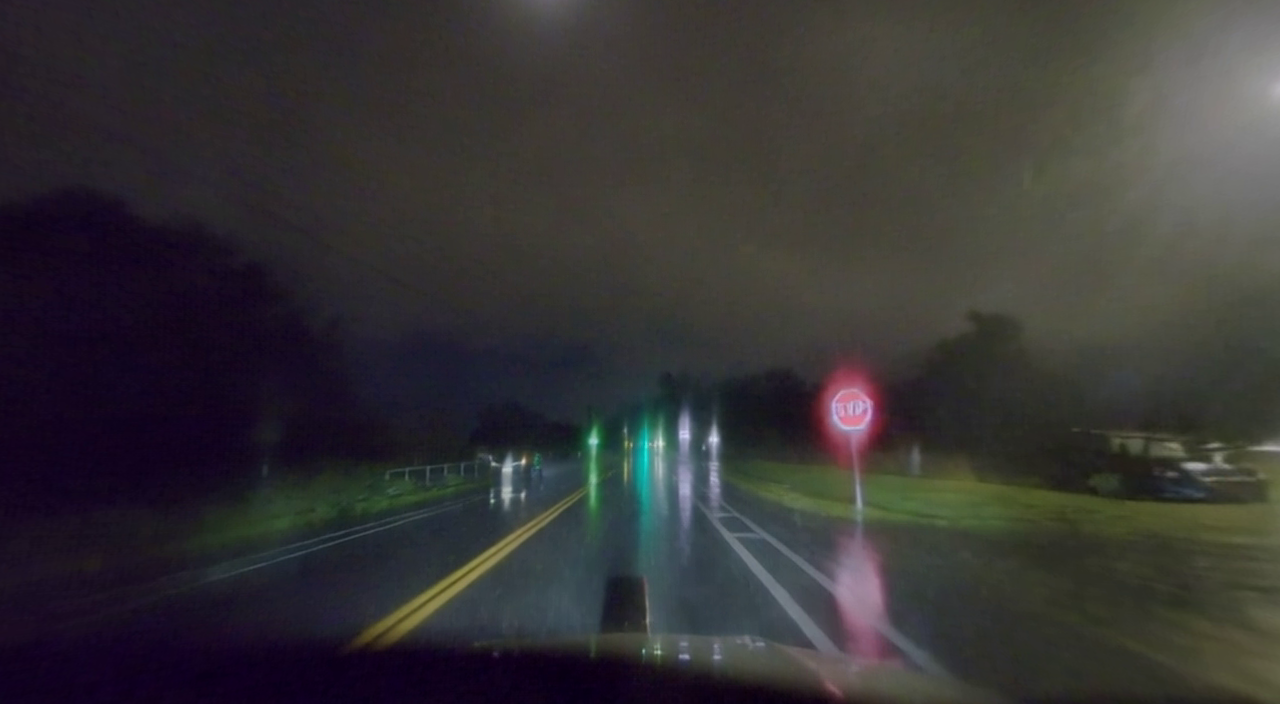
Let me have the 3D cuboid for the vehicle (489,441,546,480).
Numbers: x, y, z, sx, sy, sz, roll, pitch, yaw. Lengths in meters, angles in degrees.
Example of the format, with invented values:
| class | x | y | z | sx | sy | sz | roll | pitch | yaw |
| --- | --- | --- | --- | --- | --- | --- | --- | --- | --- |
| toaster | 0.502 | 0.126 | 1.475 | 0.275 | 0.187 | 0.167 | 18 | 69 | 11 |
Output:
| class | x | y | z | sx | sy | sz | roll | pitch | yaw |
| --- | --- | --- | --- | --- | --- | --- | --- | --- | --- |
| vehicle | -6.220 | 5.593 | 32.478 | 1.992 | 1.797 | 4.372 | -2 | -10 | 1 |
